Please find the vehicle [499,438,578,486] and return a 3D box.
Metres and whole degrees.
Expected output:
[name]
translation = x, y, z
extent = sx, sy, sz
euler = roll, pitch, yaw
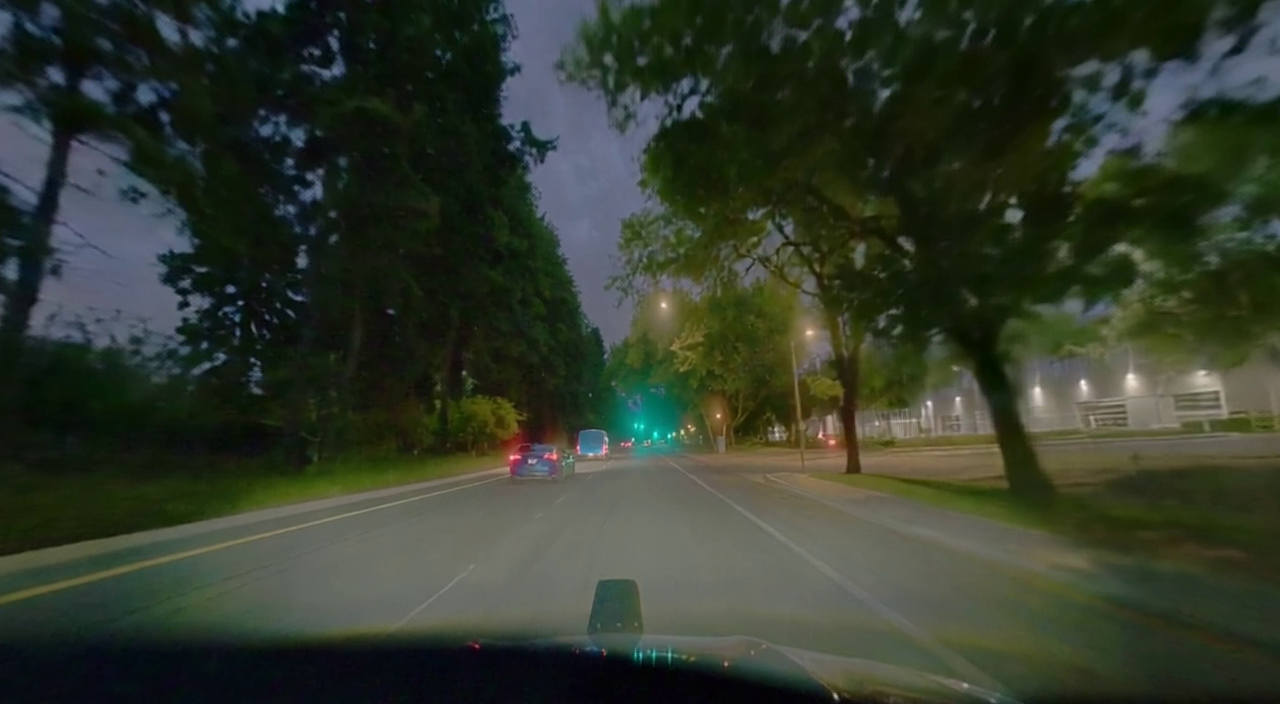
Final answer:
[vehicle]
translation = -3.409, 3.779, 21.983
extent = 2.009, 1.473, 4.028
euler = 0, -8, 1
